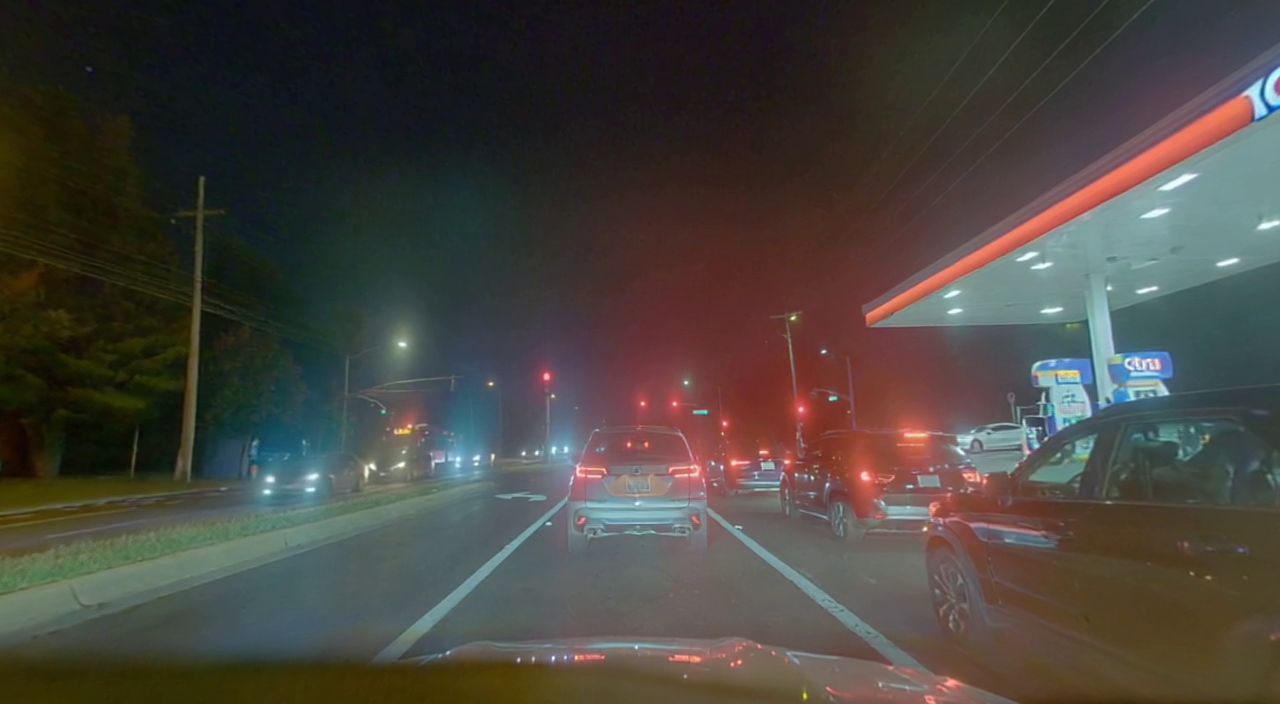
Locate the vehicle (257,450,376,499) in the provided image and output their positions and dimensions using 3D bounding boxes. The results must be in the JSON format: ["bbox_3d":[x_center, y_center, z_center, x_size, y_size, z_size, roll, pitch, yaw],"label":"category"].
[{"bbox_3d":[-10.431,3.957,20.738,1.812,1.403,3.918,0,-9,0],"label":"vehicle"}]

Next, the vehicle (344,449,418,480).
[{"bbox_3d":[-13.655,5.911,33.620,1.967,1.486,4.701,0,-9,-1],"label":"vehicle"}]

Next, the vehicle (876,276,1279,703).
[{"bbox_3d":[3.091,0.838,3.211,2.049,1.813,4.245,0,-9,-1],"label":"vehicle"}]

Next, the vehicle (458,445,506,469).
[{"bbox_3d":[-10.714,7.122,43.141,2.030,1.498,4.690,0,-9,0],"label":"vehicle"}]

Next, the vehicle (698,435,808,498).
[{"bbox_3d":[2.883,3.043,17.194,2.040,1.481,4.407,0,-9,-2],"label":"vehicle"}]

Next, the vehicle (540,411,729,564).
[{"bbox_3d":[-0.112,1.807,9.115,2.087,1.677,4.053,0,-9,-1],"label":"vehicle"}]
